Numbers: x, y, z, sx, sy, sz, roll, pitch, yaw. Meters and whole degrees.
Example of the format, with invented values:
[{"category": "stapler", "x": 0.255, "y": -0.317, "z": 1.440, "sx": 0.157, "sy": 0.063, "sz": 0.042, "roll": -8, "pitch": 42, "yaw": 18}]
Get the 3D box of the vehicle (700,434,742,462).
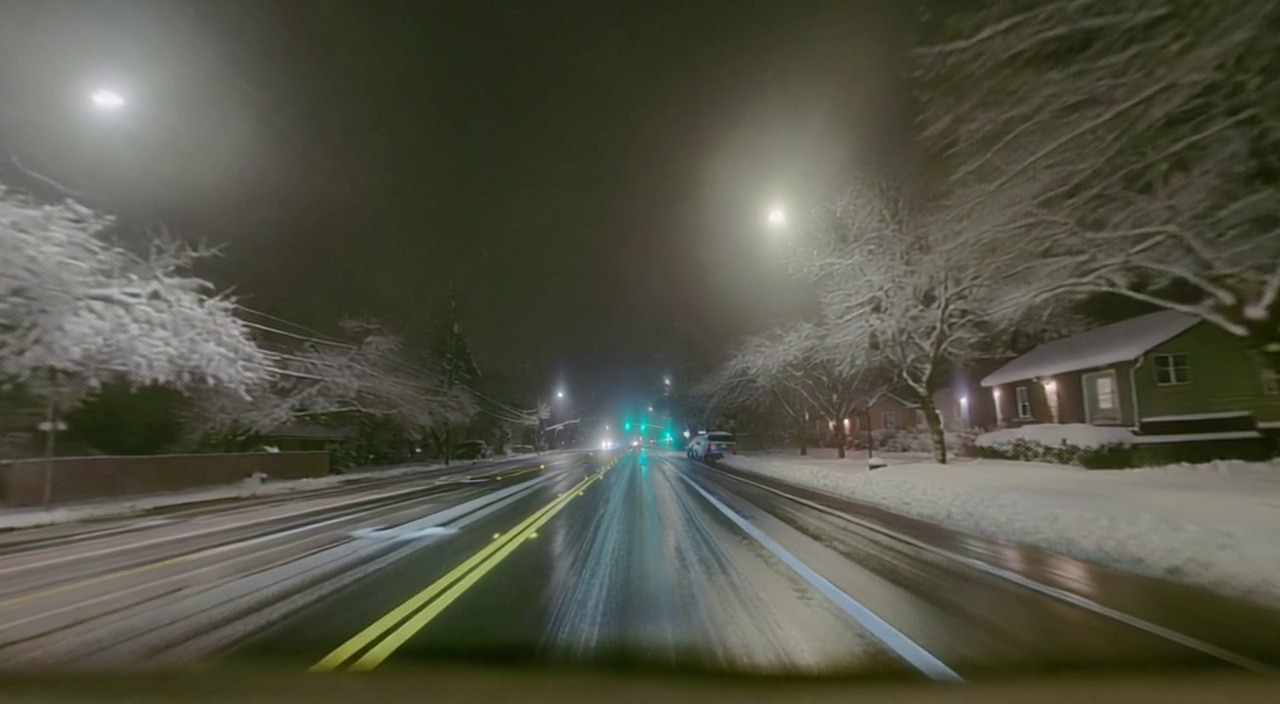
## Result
[{"category": "vehicle", "x": 5.474, "y": 6.584, "z": 43.205, "sx": 2.160, "sy": 1.800, "sz": 4.646, "roll": 0, "pitch": -8, "yaw": -1}]
